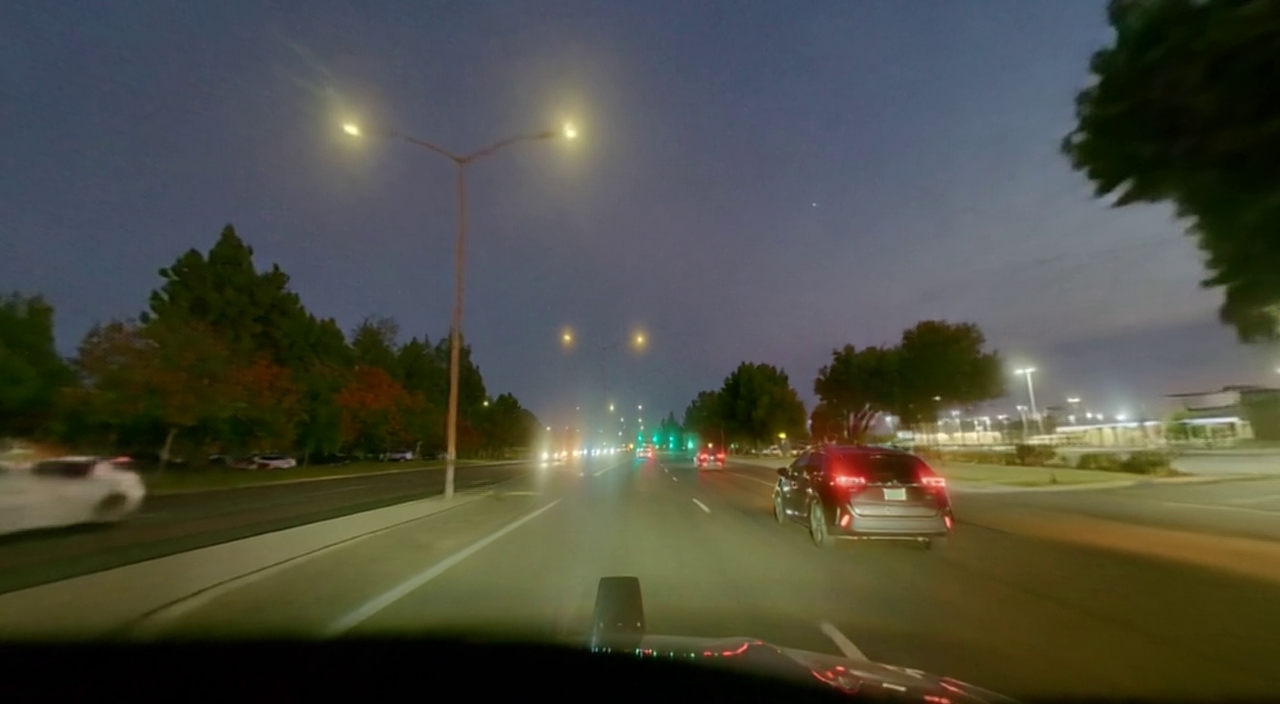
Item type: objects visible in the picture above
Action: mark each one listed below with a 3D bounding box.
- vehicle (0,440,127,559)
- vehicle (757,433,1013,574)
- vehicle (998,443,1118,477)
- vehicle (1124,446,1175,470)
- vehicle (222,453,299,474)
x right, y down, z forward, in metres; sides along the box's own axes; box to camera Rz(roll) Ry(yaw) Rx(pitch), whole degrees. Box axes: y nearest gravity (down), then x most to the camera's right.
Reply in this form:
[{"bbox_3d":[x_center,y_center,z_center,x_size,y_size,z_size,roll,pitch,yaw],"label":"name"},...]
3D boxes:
[{"bbox_3d":[-9.148,1.890,8.048,1.853,1.504,3.791,0,-9,1],"label":"vehicle"},{"bbox_3d":[3.074,1.983,9.075,1.935,1.501,4.384,0,-9,0],"label":"vehicle"},{"bbox_3d":[19.967,5.166,30.142,4.255,1.537,2.037,0,-9,0],"label":"vehicle"},{"bbox_3d":[37.834,7.841,46.563,4.644,1.682,1.999,8,-11,-40],"label":"vehicle"},{"bbox_3d":[-29.230,8.583,48.432,4.707,1.474,1.964,0,-9,1],"label":"vehicle"}]
